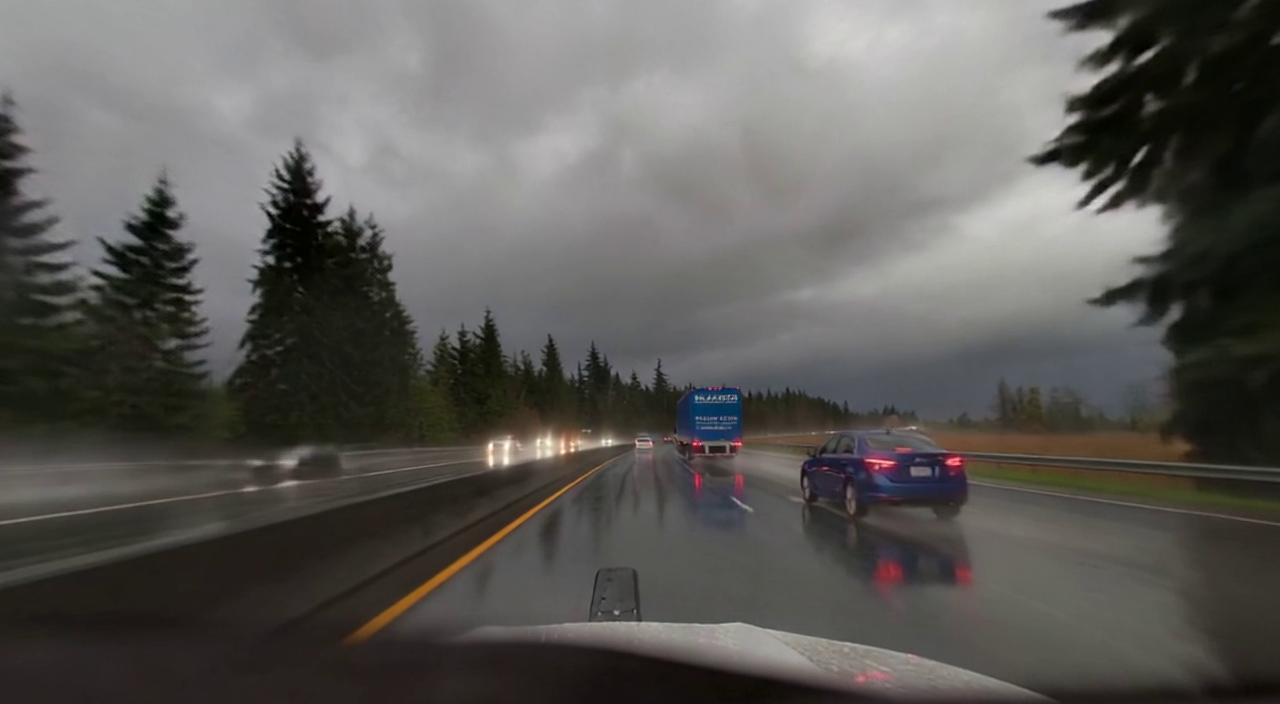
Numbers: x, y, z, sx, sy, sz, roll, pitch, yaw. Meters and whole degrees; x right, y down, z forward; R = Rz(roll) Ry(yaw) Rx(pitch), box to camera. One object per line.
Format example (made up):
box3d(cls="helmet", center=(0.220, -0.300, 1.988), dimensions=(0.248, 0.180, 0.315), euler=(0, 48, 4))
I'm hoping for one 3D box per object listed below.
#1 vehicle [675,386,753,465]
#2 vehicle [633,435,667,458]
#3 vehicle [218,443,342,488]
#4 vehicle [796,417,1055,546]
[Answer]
box3d(cls="vehicle", center=(4.232, 4.730, 39.661), dimensions=(3.171, 4.072, 13.784), euler=(0, -8, 0))
box3d(cls="vehicle", center=(0.703, 6.575, 43.915), dimensions=(2.209, 1.499, 4.144), euler=(-1, -8, 1))
box3d(cls="vehicle", center=(-13.600, 4.287, 24.228), dimensions=(1.967, 1.455, 4.695), euler=(-1, -8, 1))
box3d(cls="vehicle", center=(4.083, 1.886, 9.986), dimensions=(2.028, 1.573, 4.207), euler=(0, -8, -1))
